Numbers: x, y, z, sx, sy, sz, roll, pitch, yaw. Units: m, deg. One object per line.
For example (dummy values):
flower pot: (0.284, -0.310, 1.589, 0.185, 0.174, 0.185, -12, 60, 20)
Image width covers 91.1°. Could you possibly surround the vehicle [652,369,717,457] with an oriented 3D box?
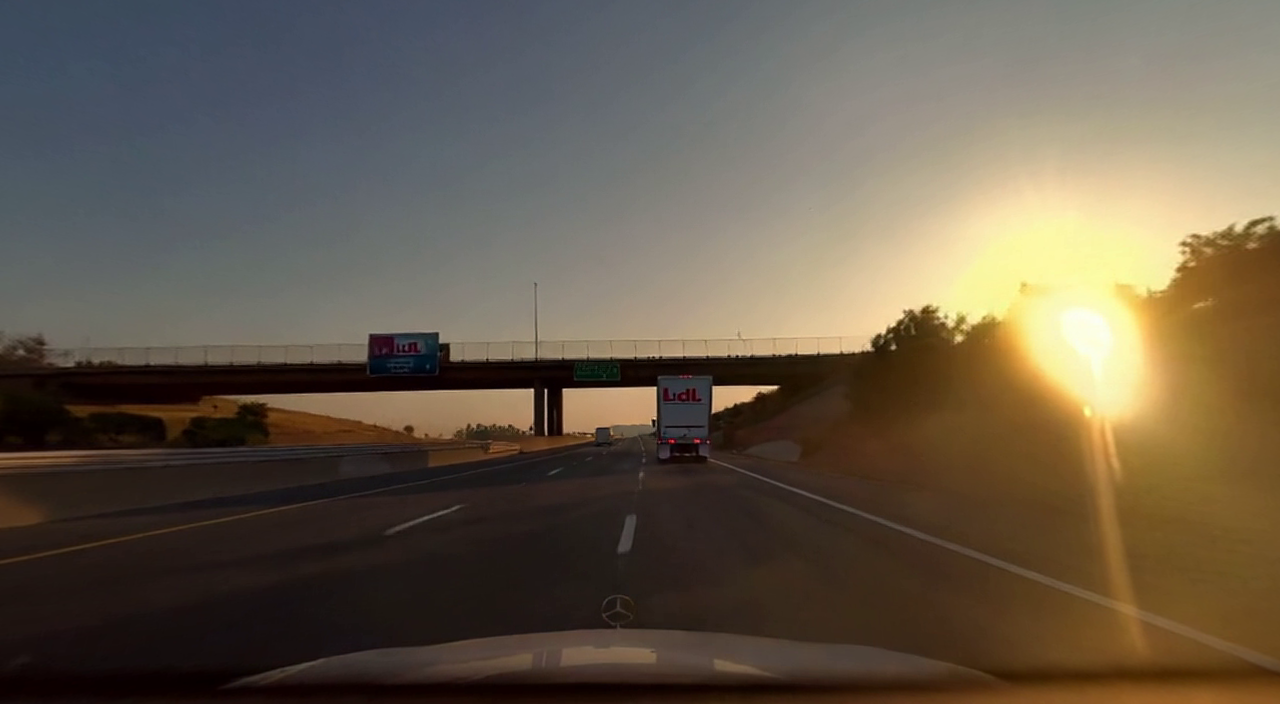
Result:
vehicle: (2.254, 3.905, 37.546, 3.034, 4.194, 14.704, 0, -8, 1)
